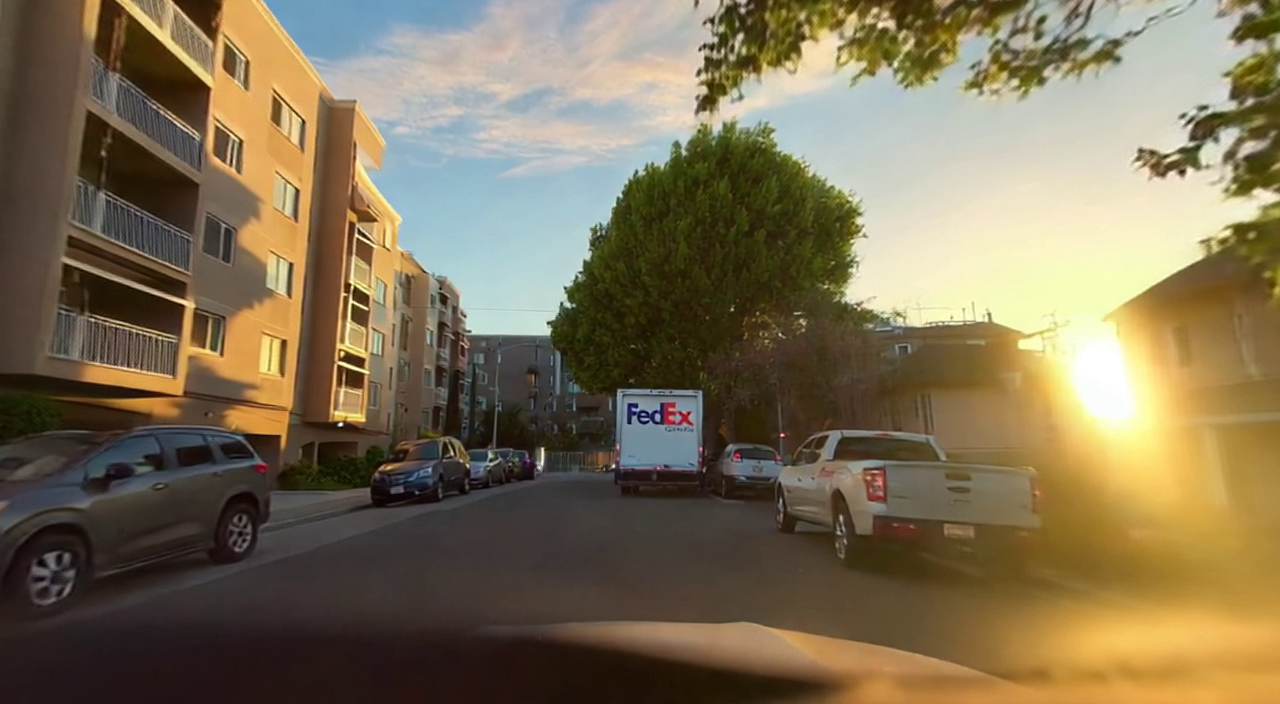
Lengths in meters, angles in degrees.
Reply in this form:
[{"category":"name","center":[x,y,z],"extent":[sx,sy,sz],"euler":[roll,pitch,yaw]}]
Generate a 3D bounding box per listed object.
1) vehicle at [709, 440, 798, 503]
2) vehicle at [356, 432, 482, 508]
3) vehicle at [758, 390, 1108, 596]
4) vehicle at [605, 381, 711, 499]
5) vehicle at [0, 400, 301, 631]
[{"category":"vehicle","center":[3.192,3.412,18.512],"extent":[1.868,1.623,3.815],"euler":[0,-8,0]},{"category":"vehicle","center":[-6.081,3.271,18.091],"extent":[2.020,1.867,4.654],"euler":[0,-8,-1]},{"category":"vehicle","center":[3.376,1.774,8.998],"extent":[2.221,1.991,5.564],"euler":[0,-8,-1]},{"category":"vehicle","center":[0.404,3.028,21.647],"extent":[2.930,3.275,8.180],"euler":[0,-8,-1]},{"category":"vehicle","center":[-5.959,1.558,6.898],"extent":[2.089,1.757,4.256],"euler":[0,-8,0]}]
